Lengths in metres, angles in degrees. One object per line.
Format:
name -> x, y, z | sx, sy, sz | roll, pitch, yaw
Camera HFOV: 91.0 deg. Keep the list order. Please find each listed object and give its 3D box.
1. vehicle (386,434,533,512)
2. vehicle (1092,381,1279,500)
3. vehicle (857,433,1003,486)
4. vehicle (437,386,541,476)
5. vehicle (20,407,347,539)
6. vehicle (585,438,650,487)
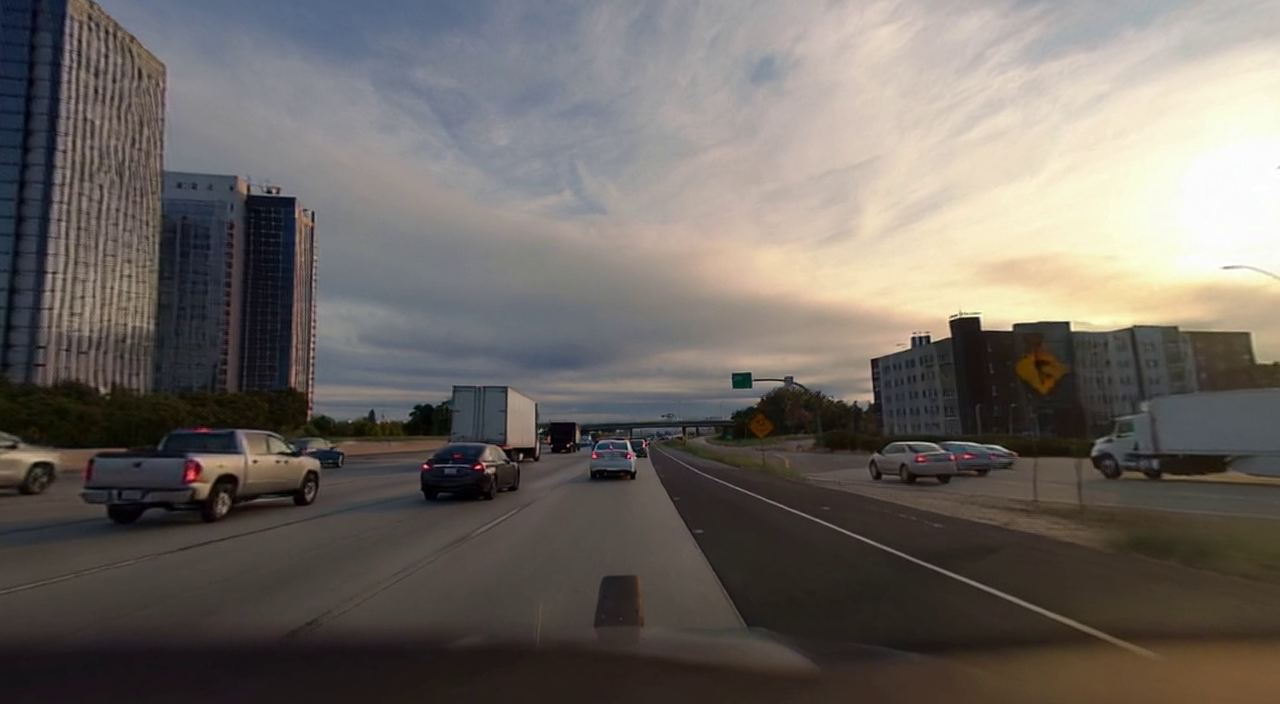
vehicle -> -3.900, 2.692, 14.479 | 2.016, 1.497, 4.235 | 0, -9, 2
vehicle -> 21.925, 3.061, 21.725 | 3.015, 3.855, 9.519 | 7, -11, -39
vehicle -> 11.983, 4.471, 26.612 | 2.415, 1.972, 5.572 | 3, -9, -18
vehicle -> -6.319, 3.581, 27.801 | 2.955, 3.359, 8.322 | 1, -9, -3
vehicle -> -7.536, 2.050, 11.275 | 2.190, 1.821, 4.800 | 0, -9, 0
vehicle -> -0.675, 3.654, 21.125 | 1.991, 1.488, 3.922 | 0, -9, 0
